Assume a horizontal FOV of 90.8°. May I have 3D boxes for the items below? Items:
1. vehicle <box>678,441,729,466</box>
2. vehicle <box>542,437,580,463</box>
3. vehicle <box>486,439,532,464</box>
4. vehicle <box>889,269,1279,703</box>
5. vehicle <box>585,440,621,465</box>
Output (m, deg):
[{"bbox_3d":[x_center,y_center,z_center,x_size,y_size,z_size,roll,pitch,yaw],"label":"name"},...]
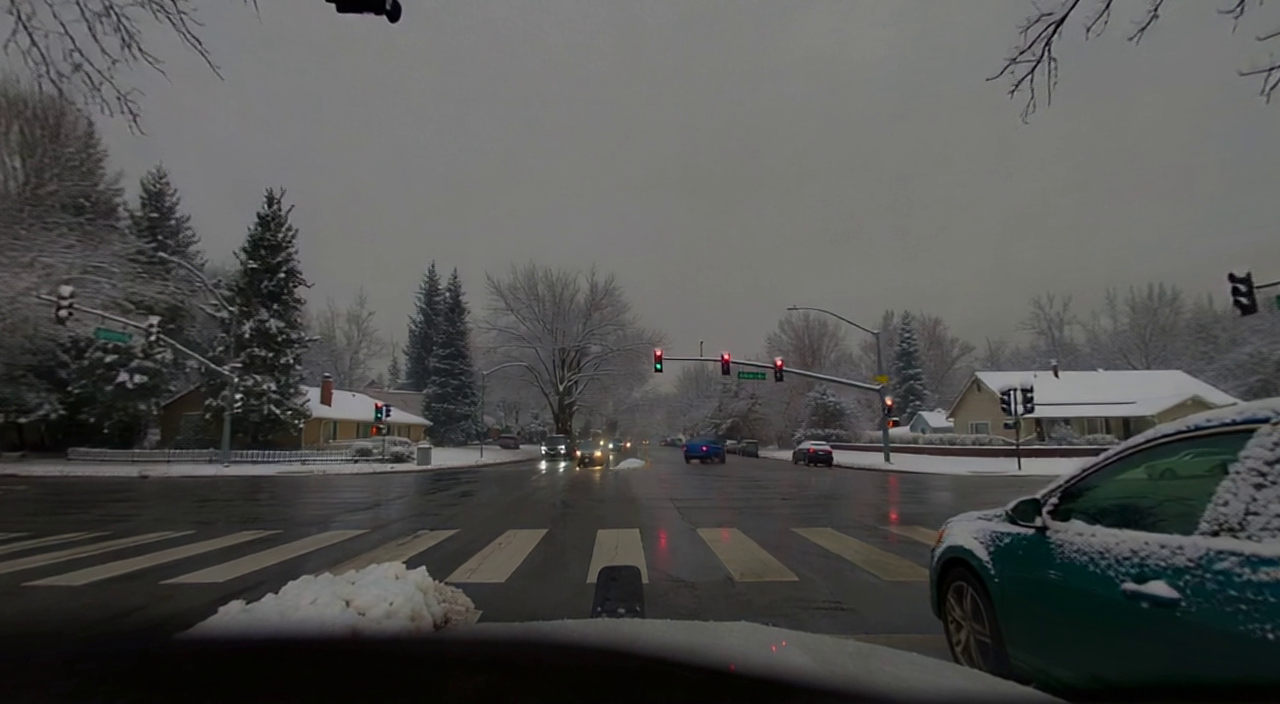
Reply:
[{"bbox_3d":[4.284,6.737,42.083,2.104,1.518,4.999,-3,-9,21],"label":"vehicle"},{"bbox_3d":[-5.529,6.934,44.683,2.091,1.707,4.157,0,-9,1],"label":"vehicle"},{"bbox_3d":[-8.942,6.859,43.633,2.028,1.654,5.027,0,-9,1],"label":"vehicle"},{"bbox_3d":[2.710,0.708,1.722,2.085,1.800,4.908,0,-9,1],"label":"vehicle"},{"bbox_3d":[-2.381,6.603,41.627,2.046,1.491,4.118,0,-9,0],"label":"vehicle"}]
